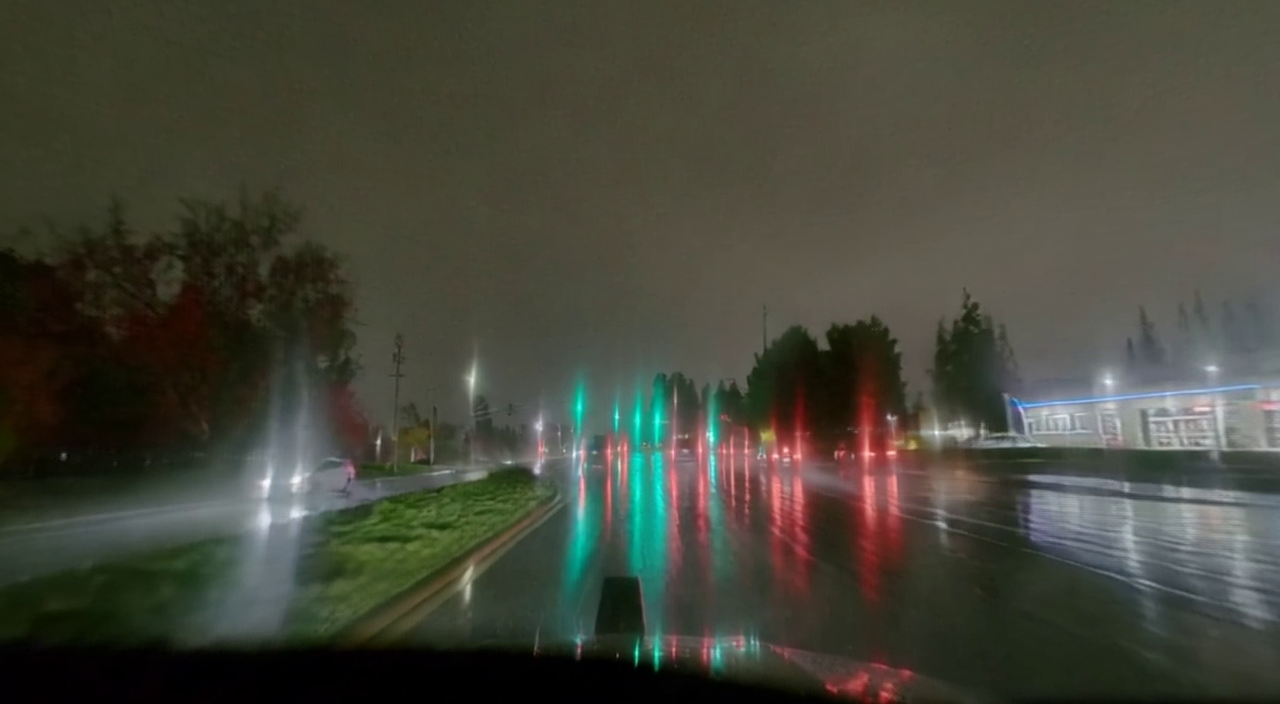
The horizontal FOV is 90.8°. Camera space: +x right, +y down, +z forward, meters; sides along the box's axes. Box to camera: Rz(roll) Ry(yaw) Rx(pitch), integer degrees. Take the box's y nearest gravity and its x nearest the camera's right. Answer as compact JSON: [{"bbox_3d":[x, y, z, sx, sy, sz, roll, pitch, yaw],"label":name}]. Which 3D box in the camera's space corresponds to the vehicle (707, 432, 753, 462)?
[{"bbox_3d":[6.865,7.338,48.799,2.510,2.176,5.527,0,-8,-2],"label":"vehicle"}]

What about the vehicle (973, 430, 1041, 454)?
[{"bbox_3d":[24.199,5.971,41.879,1.805,1.460,4.326,0,-8,-2],"label":"vehicle"}]

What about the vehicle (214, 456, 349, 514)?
[{"bbox_3d":[-11.943,4.416,21.477,1.934,1.674,4.445,0,-8,1],"label":"vehicle"}]

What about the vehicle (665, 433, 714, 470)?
[{"bbox_3d":[2.584,5.372,34.244,2.140,1.800,4.660,0,-8,-2],"label":"vehicle"}]

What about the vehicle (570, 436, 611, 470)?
[{"bbox_3d":[-2.958,5.964,37.471,2.261,1.820,4.255,1,-8,-5],"label":"vehicle"}]
